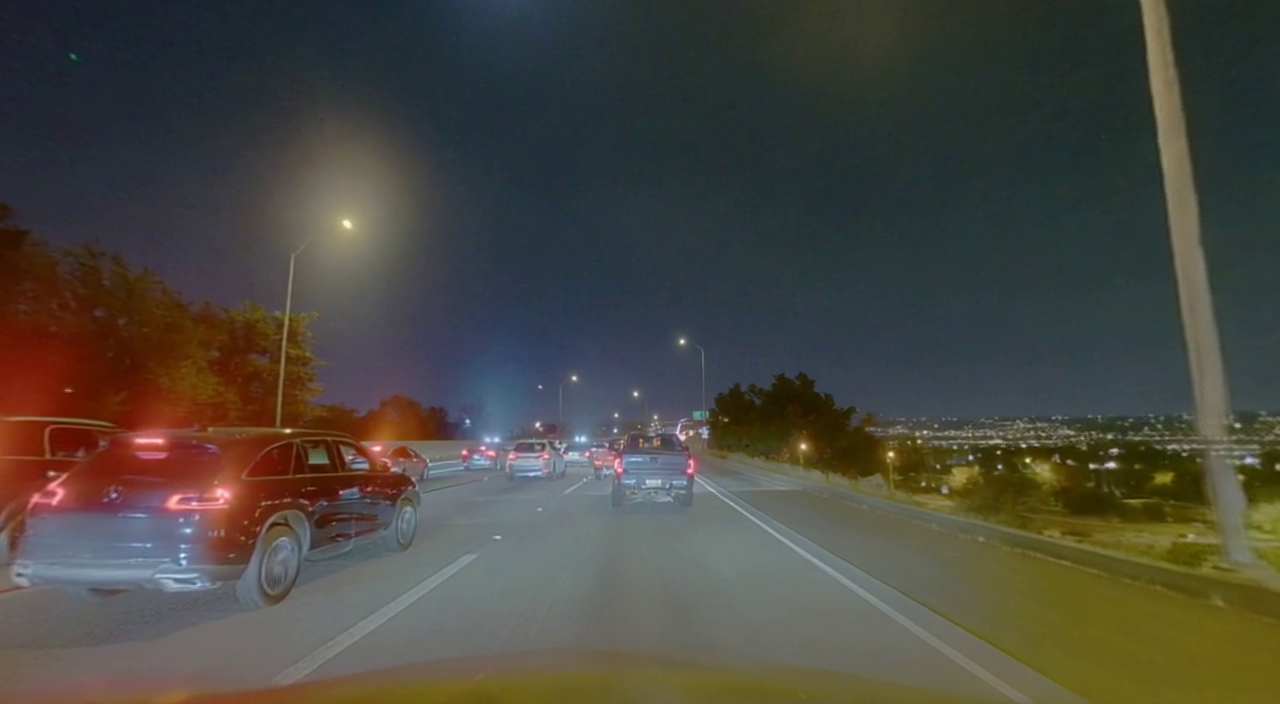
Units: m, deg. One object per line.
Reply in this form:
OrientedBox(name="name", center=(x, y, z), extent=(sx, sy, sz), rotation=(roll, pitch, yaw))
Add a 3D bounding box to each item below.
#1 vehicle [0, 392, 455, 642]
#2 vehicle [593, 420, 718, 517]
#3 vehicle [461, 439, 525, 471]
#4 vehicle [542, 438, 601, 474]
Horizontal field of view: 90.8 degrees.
OrientedBox(name="vehicle", center=(-3.731, 1.450, 6.568), extent=(2.076, 1.688, 4.334), rotation=(-1, -9, 3))
OrientedBox(name="vehicle", center=(0.313, 2.430, 13.620), extent=(2.235, 1.716, 4.435), rotation=(0, -9, 1))
OrientedBox(name="vehicle", center=(-7.104, 5.009, 30.956), extent=(1.856, 1.459, 4.251), rotation=(-1, -9, 4))
OrientedBox(name="vehicle", center=(-2.905, 4.528, 27.715), extent=(1.868, 1.470, 4.105), rotation=(-1, -9, 4))
